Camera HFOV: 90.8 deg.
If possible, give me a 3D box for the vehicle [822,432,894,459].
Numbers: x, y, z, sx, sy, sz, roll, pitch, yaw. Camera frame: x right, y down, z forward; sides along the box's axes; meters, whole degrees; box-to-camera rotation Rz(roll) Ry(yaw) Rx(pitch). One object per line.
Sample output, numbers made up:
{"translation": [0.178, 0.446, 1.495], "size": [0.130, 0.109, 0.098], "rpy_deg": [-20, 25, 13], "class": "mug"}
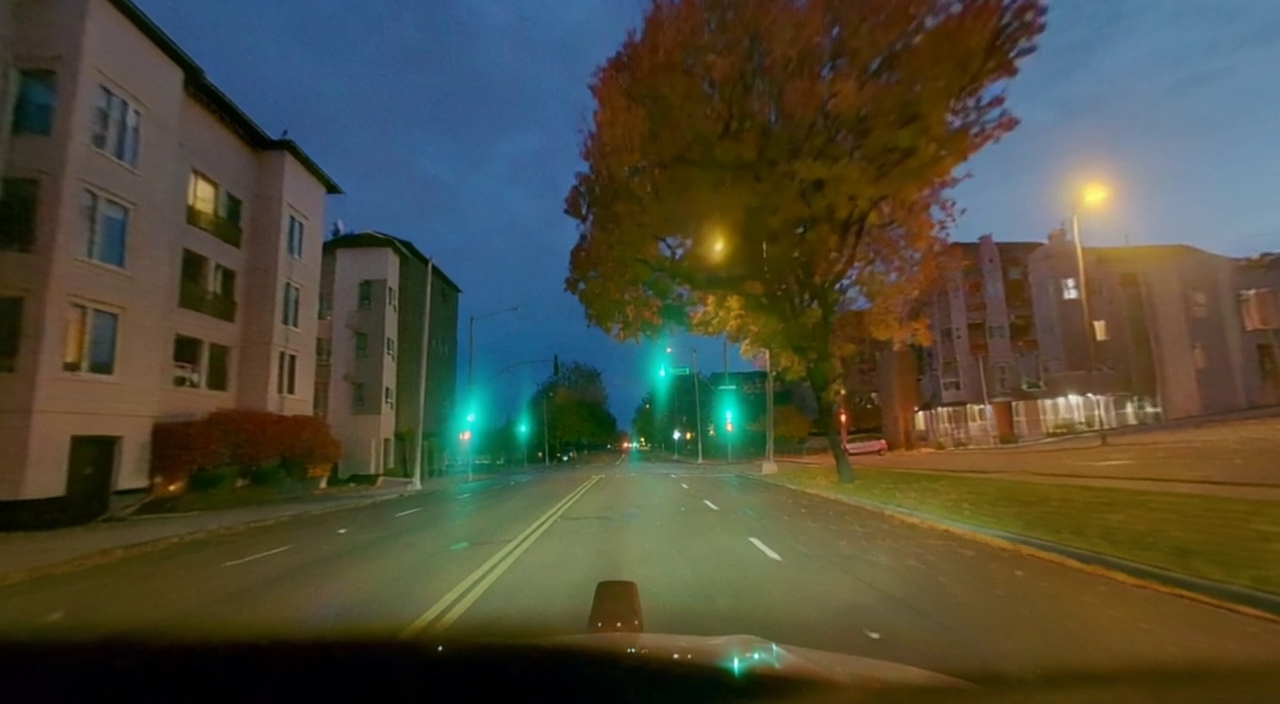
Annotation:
{"translation": [14.495, 6.263, 42.114], "size": [4.365, 1.702, 1.897], "rpy_deg": [-3, -9, 18], "class": "vehicle"}
